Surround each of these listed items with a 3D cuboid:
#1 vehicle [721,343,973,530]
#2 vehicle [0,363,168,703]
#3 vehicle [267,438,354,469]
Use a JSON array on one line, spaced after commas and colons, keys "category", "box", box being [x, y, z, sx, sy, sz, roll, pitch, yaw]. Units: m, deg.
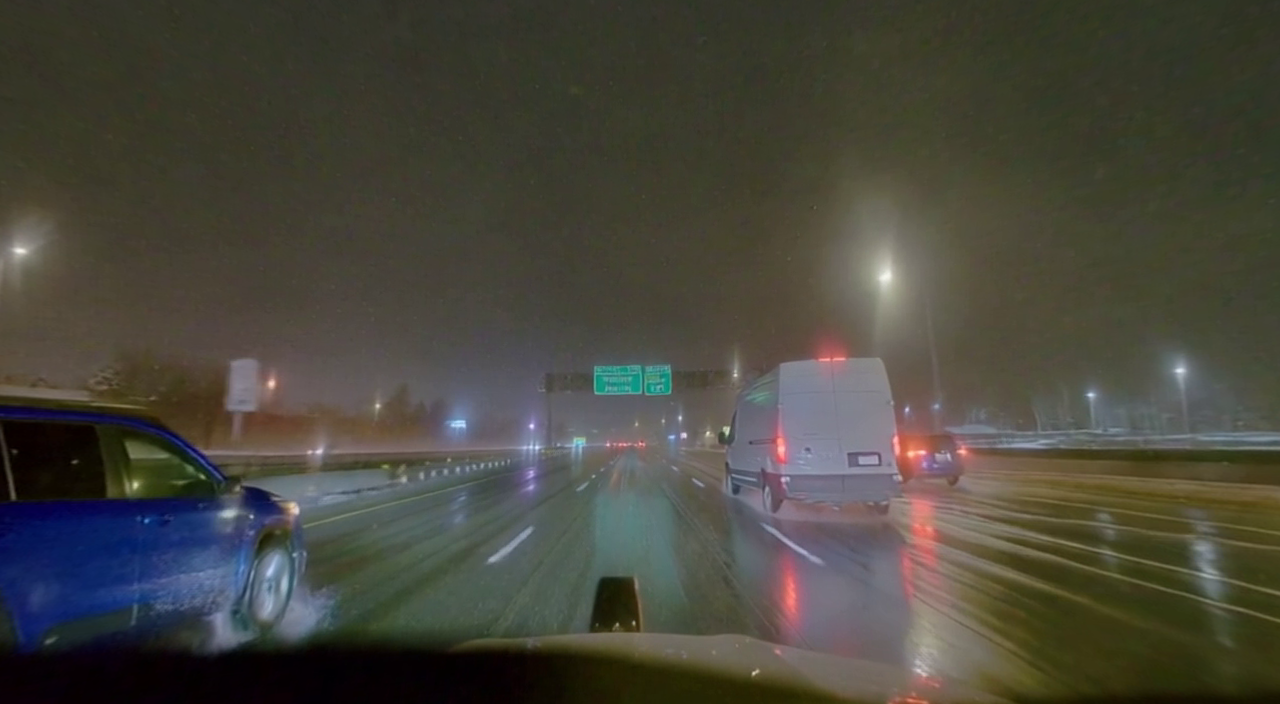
[{"category": "vehicle", "box": [3.438, 1.707, 12.620, 2.629, 2.718, 6.740, 0, -8, -1]}, {"category": "vehicle", "box": [-3.936, 0.715, 1.753, 2.000, 1.646, 4.201, 0, -8, -1]}, {"category": "vehicle", "box": [-17.947, 5.555, 34.704, 2.044, 1.573, 4.964, 0, -8, 0]}]
